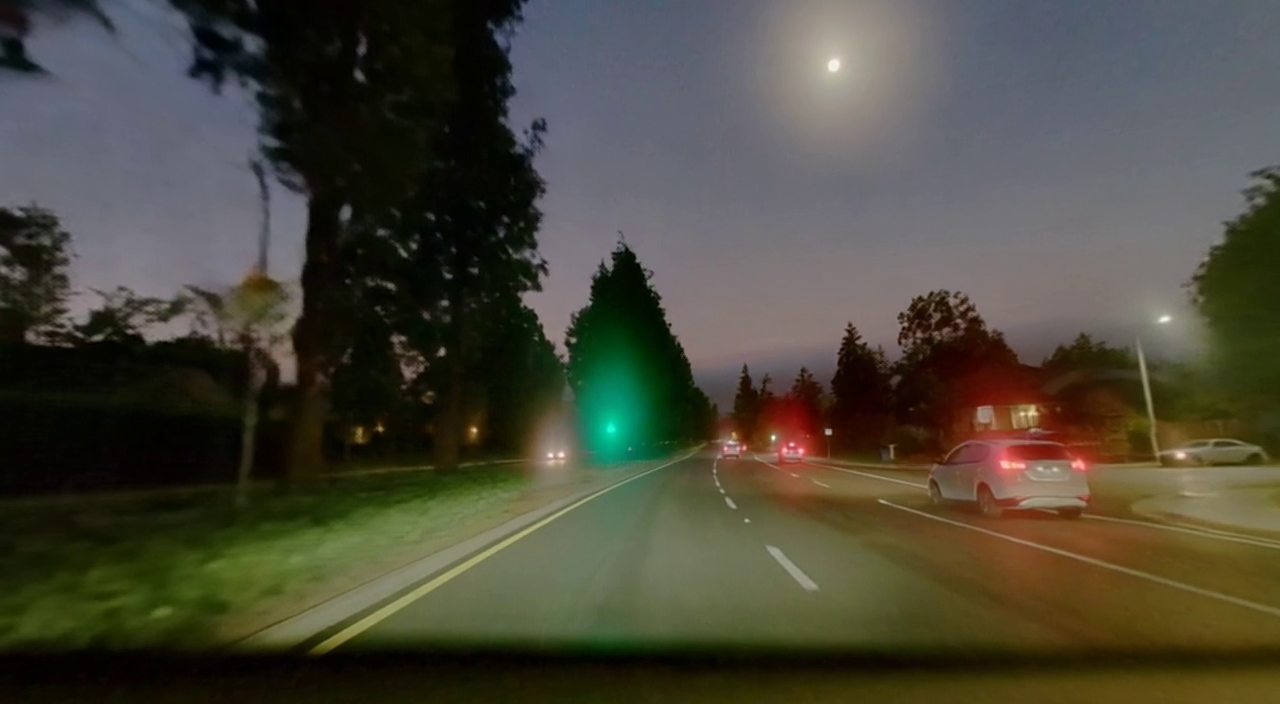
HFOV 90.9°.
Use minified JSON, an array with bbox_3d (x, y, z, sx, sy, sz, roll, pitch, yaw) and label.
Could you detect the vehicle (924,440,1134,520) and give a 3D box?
[{"bbox_3d":[8.149,2.676,13.817,1.855,1.444,4.389,-1,-8,1],"label":"vehicle"}]
